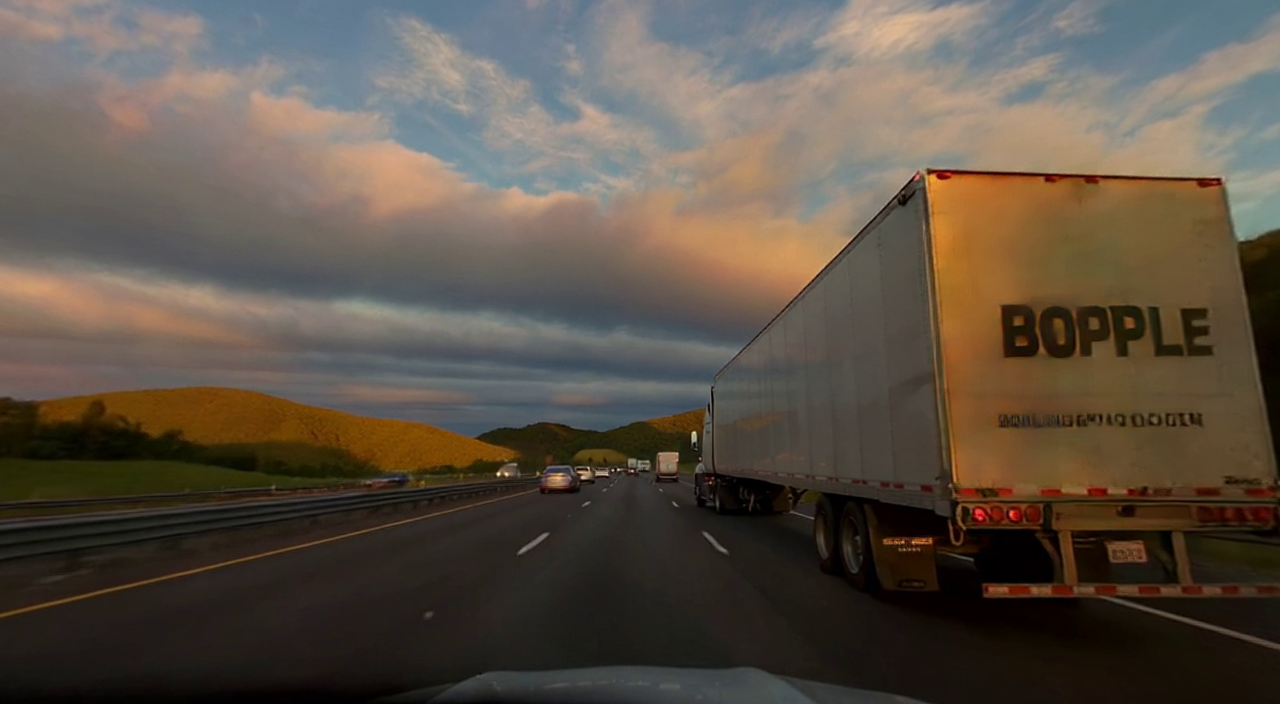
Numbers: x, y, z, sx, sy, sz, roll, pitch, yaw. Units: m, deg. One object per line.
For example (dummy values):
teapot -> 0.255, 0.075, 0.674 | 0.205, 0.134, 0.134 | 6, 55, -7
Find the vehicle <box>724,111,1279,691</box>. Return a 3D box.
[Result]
vehicle -> 3.880, 1.469, 11.322 | 2.839, 4.062, 14.051 | 1, -11, 0

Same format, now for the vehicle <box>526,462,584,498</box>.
vehicle -> -4.041, 6.243, 30.823 | 2.088, 1.566, 4.853 | 0, -11, 1
